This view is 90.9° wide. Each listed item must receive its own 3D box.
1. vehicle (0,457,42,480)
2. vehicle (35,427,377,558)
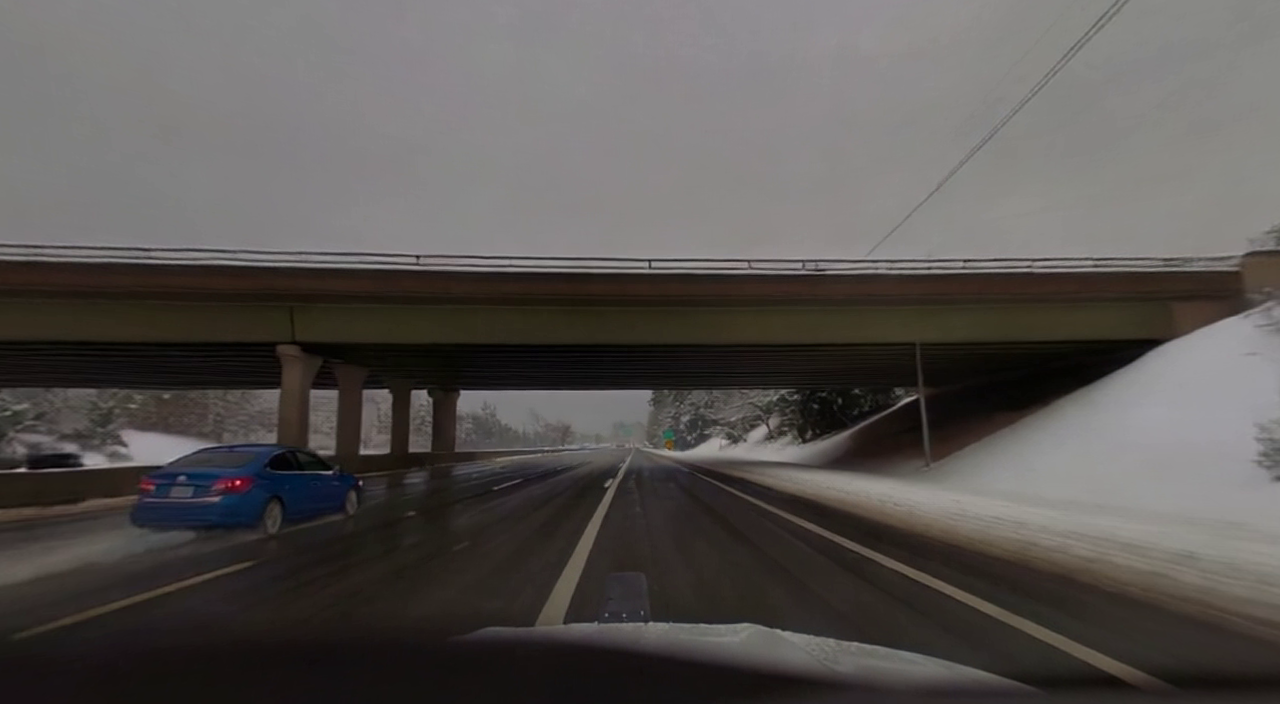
[{"bbox_3d":[-42.687,7.804,42.097,1.716,1.412,3.919,0,-8,-1],"label":"vehicle"},{"bbox_3d":[-6.182,2.031,9.926,2.105,1.551,4.602,0,-8,0],"label":"vehicle"}]
